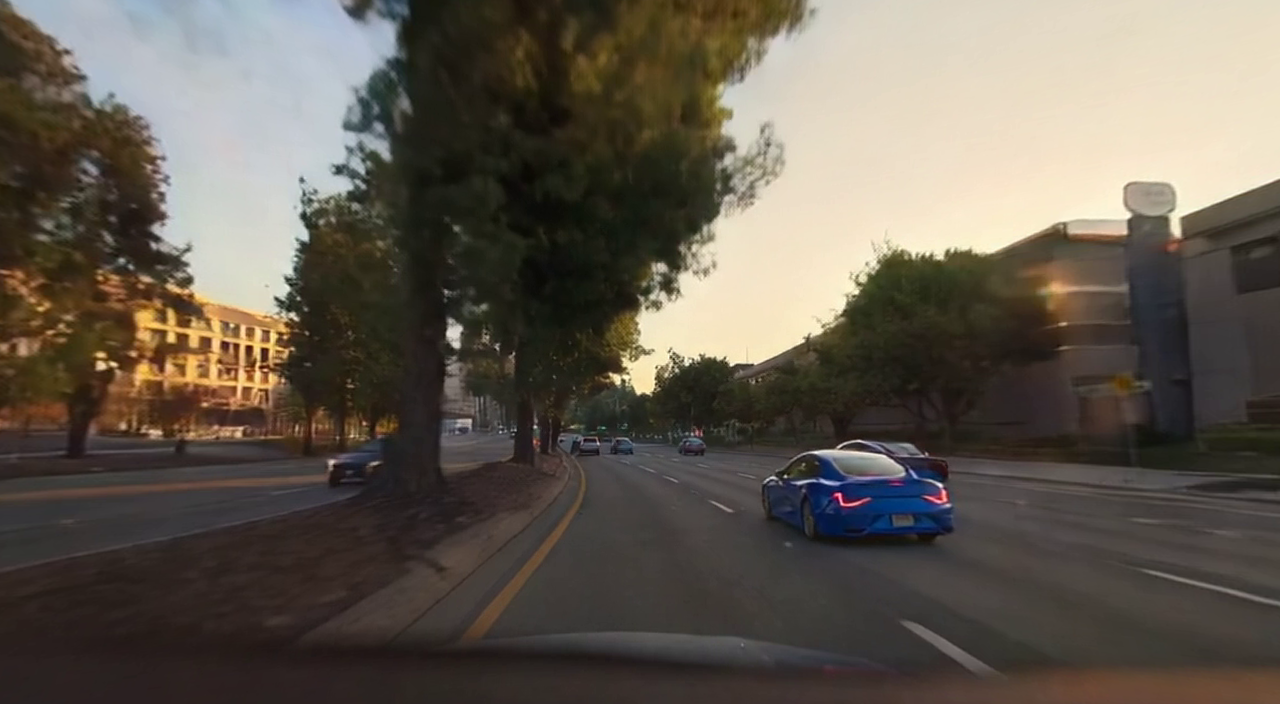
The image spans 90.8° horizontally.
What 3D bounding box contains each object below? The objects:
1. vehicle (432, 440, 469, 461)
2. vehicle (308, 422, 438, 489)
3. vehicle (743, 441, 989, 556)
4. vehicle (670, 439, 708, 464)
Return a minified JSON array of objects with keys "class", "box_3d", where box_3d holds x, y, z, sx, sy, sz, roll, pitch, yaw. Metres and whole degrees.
[{"class":"vehicle","box_3d":[-14.360,7.477,48.095,1.921,1.472,4.550,1,-9,-6]},{"class":"vehicle","box_3d":[-7.592,3.010,18.535,2.065,1.712,4.349,0,-9,-3]},{"class":"vehicle","box_3d":[3.081,2.082,9.810,1.990,1.347,4.388,0,-9,-3]},{"class":"vehicle","box_3d":[3.446,7.087,45.169,1.931,1.685,4.054,1,-9,-8]}]
